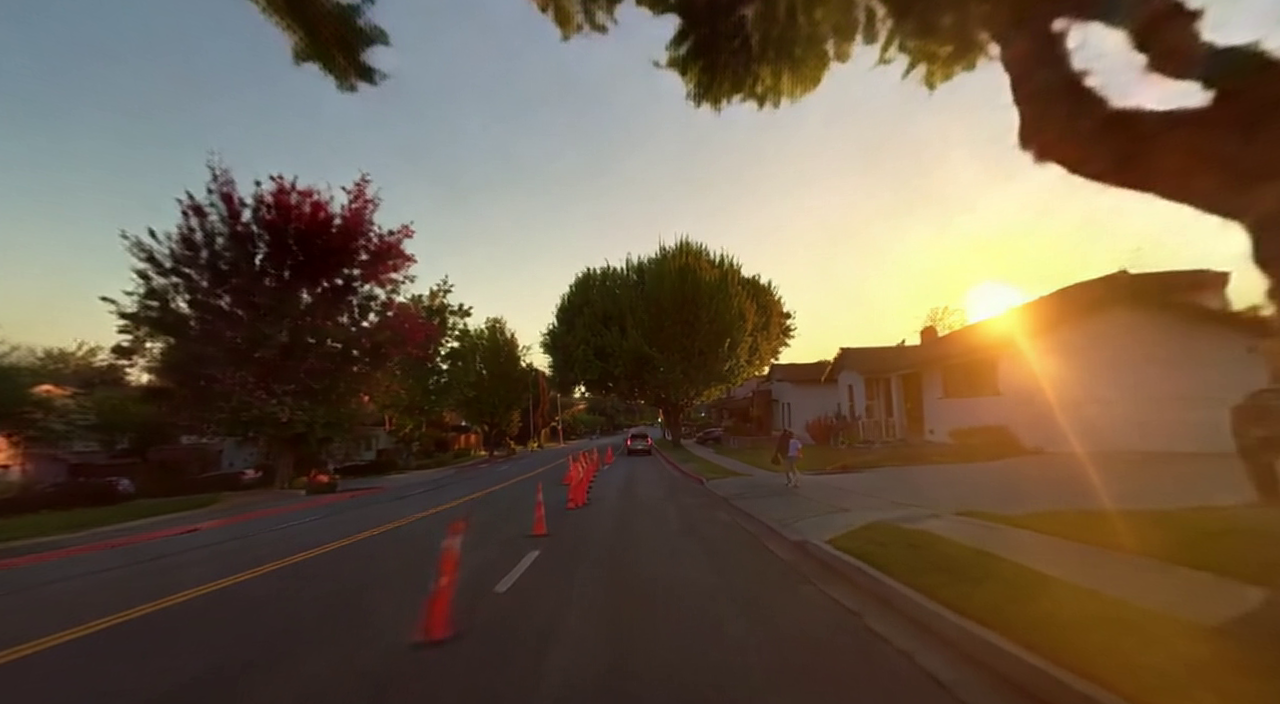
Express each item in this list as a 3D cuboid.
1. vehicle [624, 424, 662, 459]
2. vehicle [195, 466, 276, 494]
[{"bbox_3d":[0.116,5.575,39.283,2.169,2.015,5.206,0,-8,-1],"label":"vehicle"},{"bbox_3d":[-25.063,7.887,39.115,4.314,1.583,1.779,-3,-9,18],"label":"vehicle"}]
